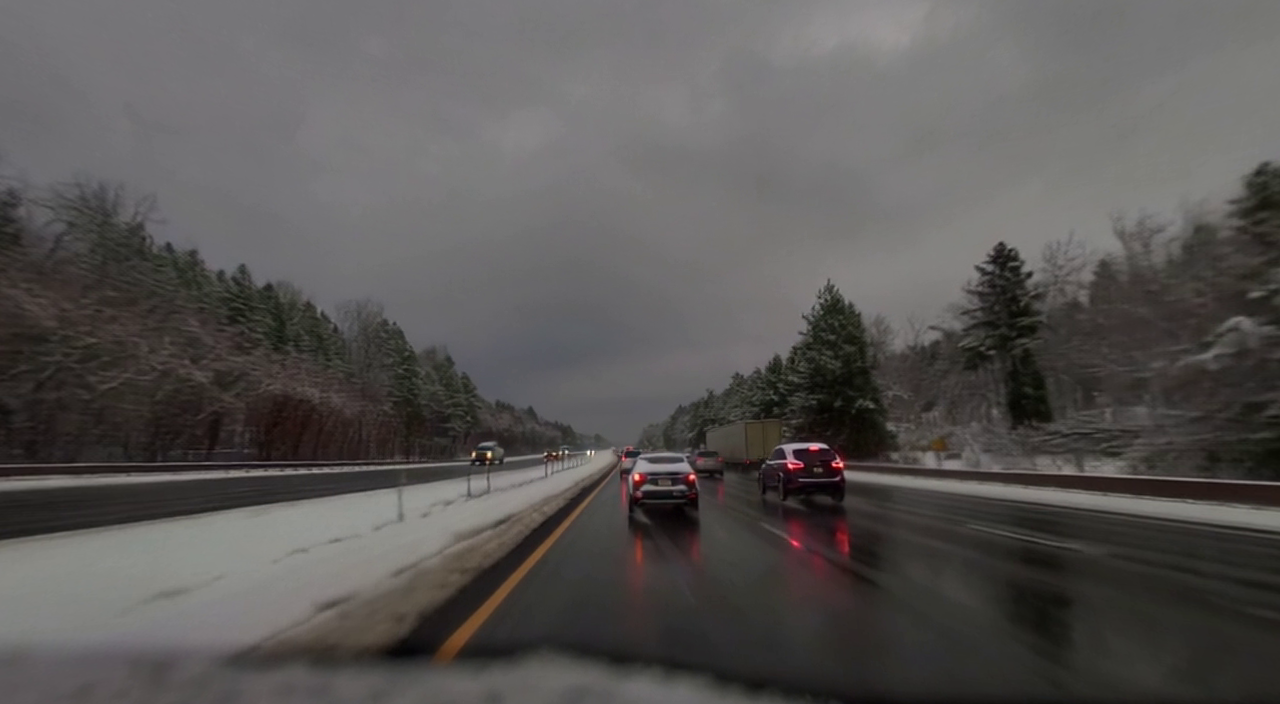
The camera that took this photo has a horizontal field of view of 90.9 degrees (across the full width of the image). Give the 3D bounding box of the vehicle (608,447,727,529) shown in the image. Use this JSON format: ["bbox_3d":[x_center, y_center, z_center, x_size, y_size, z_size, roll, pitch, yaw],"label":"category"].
[{"bbox_3d":[0.445,2.701,13.051,2.094,1.426,3.725,0,-9,-1],"label":"vehicle"}]

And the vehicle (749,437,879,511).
[{"bbox_3d":[4.351,3.142,16.677,1.998,1.657,4.604,0,-9,-2],"label":"vehicle"}]
